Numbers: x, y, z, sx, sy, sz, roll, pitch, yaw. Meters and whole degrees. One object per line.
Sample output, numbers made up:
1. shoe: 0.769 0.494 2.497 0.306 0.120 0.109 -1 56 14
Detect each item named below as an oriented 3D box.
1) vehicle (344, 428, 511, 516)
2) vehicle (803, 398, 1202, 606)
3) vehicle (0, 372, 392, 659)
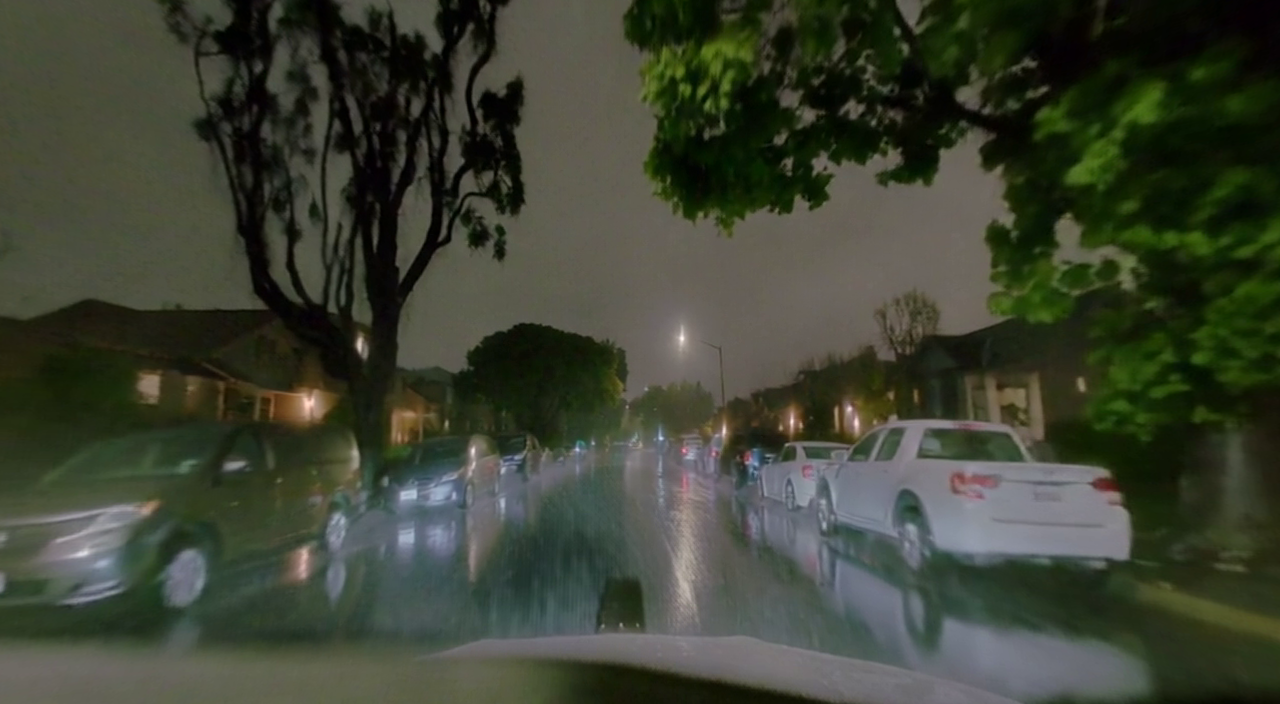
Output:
1. vehicle: -5.251 3.056 16.740 2.683 1.923 5.421 0 -8 -2
2. vehicle: 3.611 1.585 7.637 1.994 1.710 4.699 0 -8 0
3. vehicle: -5.176 1.593 7.443 2.390 2.123 5.371 0 -8 -1
